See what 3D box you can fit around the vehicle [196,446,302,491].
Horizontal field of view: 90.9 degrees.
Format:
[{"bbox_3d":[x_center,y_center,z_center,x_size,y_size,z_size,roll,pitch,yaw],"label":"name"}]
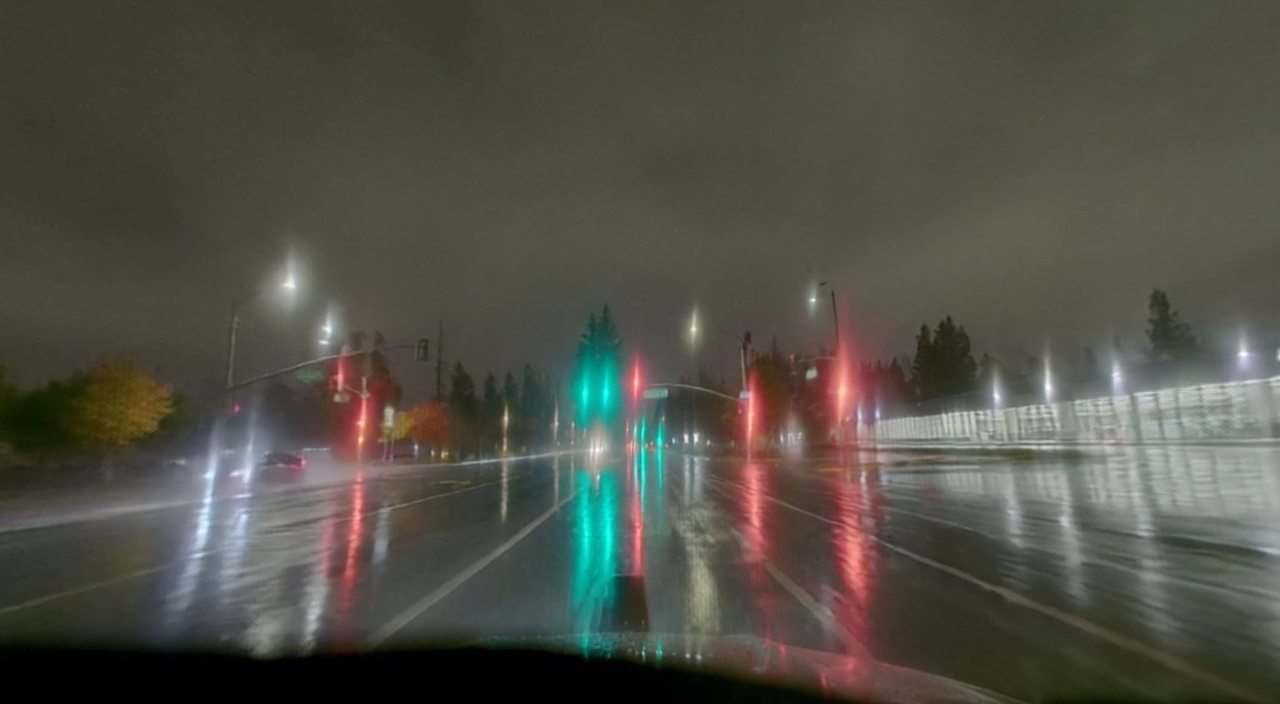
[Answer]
[{"bbox_3d":[-16.262,4.818,26.505,1.999,1.710,4.228,1,-8,-6],"label":"vehicle"}]
